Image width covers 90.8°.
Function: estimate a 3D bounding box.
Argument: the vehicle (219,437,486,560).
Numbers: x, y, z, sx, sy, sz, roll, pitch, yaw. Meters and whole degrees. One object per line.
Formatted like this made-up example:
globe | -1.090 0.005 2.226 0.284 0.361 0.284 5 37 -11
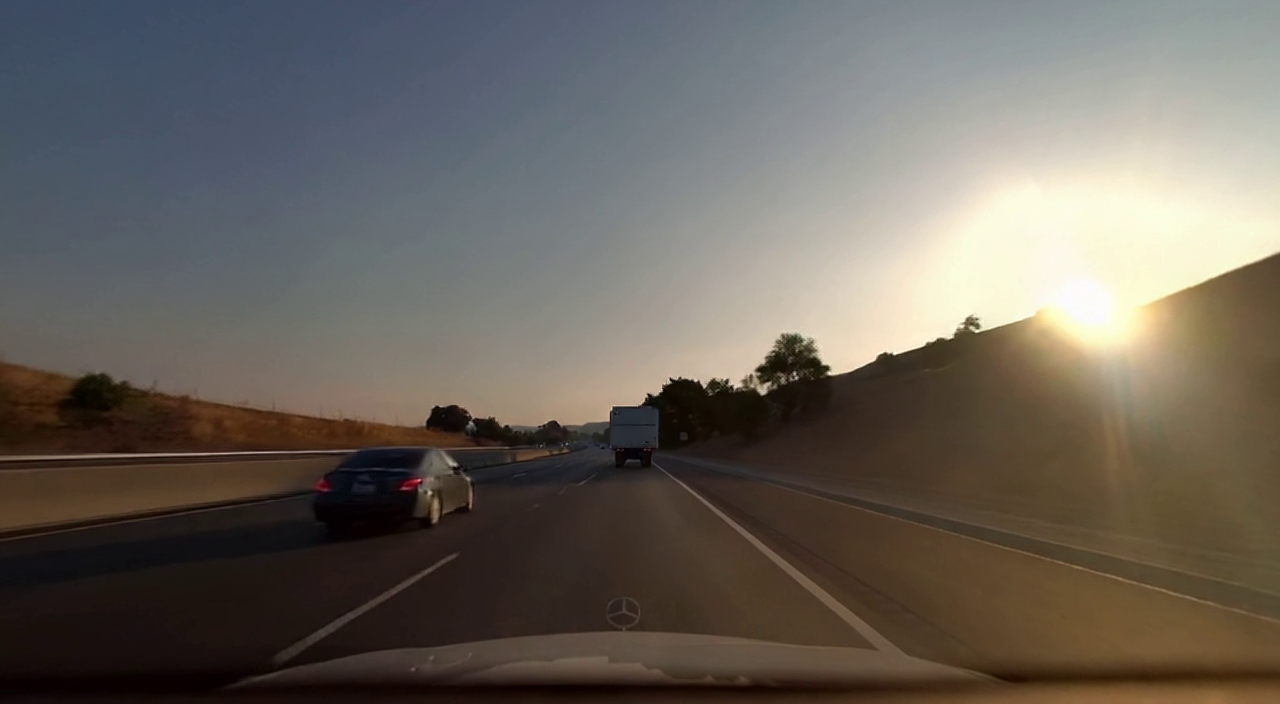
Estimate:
vehicle | -4.123 2.176 10.249 1.892 1.471 5.047 0 -9 1
